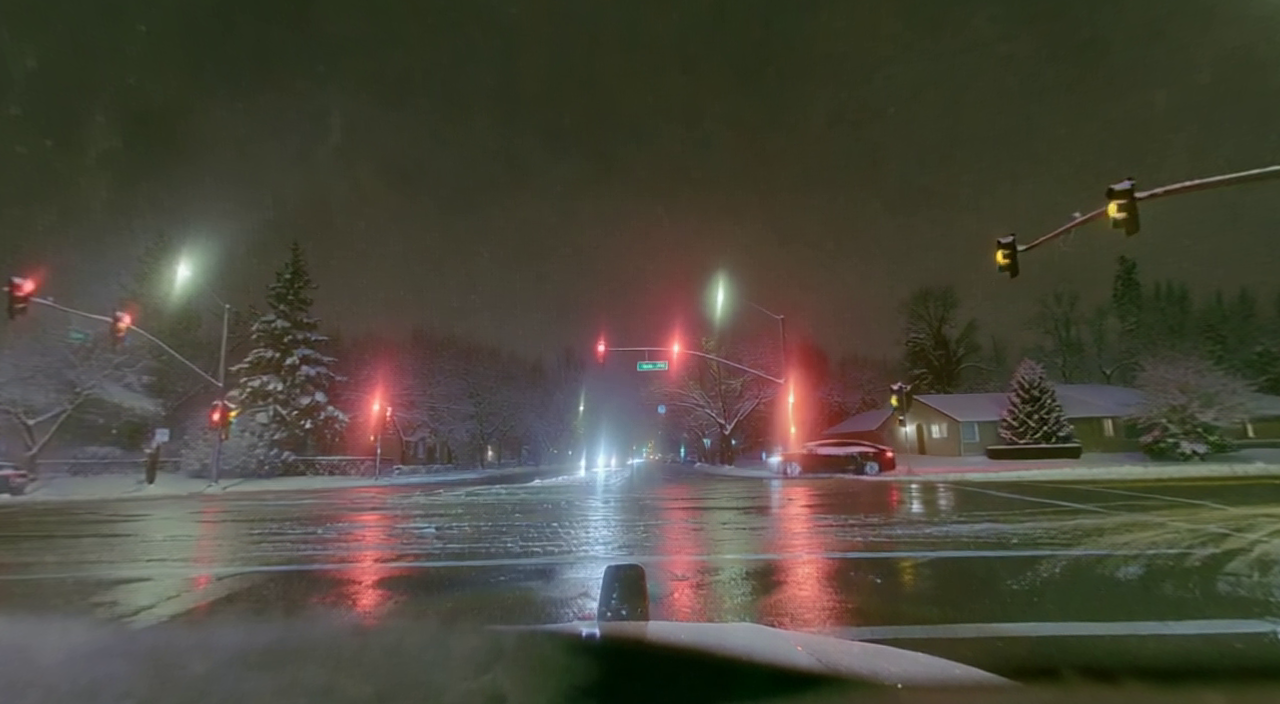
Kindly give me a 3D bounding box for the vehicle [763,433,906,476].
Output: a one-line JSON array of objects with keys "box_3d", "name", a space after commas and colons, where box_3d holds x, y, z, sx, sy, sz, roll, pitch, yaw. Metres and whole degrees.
[{"box_3d": [6.917, 3.691, 22.763, 4.562, 1.460, 1.822, 0, -8, -1], "name": "vehicle"}]
